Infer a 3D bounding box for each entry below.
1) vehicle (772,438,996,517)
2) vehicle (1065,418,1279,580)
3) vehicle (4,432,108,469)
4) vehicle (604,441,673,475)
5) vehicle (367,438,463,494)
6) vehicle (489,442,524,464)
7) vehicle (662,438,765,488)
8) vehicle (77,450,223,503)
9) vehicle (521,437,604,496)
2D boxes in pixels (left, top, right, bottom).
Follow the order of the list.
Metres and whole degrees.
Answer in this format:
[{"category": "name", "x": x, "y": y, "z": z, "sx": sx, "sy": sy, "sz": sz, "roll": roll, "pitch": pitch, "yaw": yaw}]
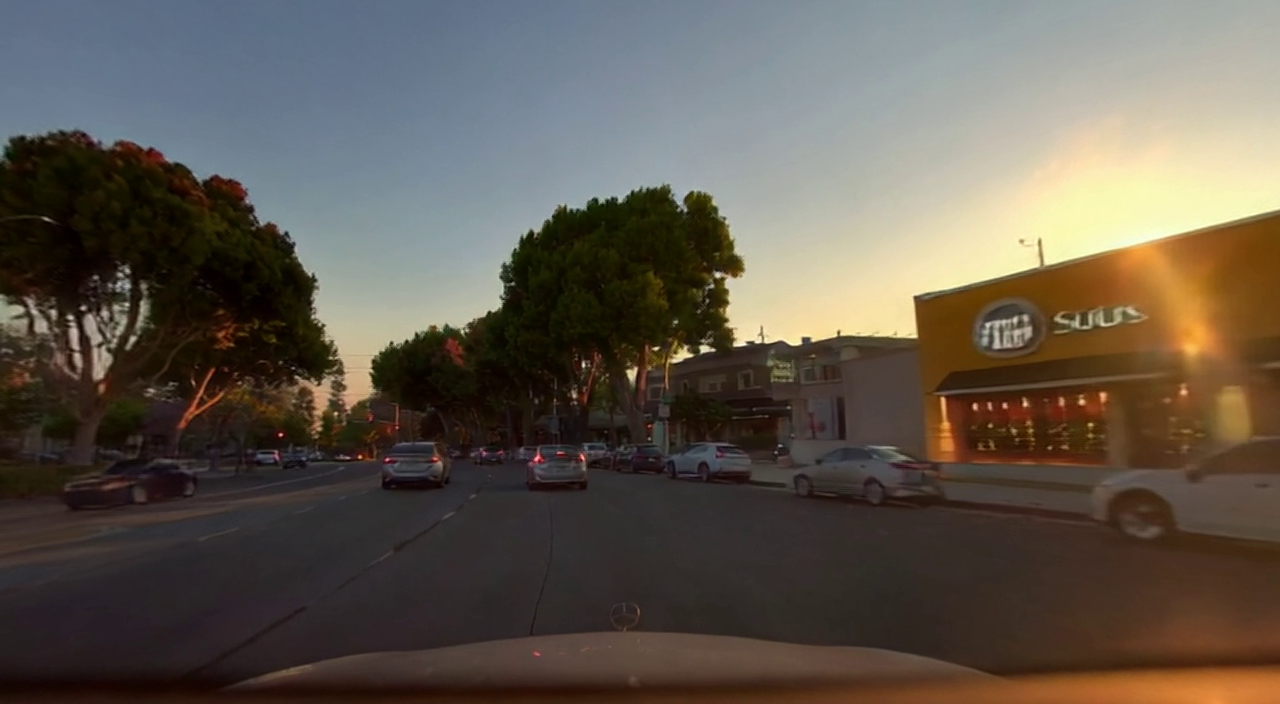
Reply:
[{"category": "vehicle", "x": 5.185, "y": 2.714, "z": 14.311, "sx": 2.038, "sy": 1.446, "sz": 4.896, "roll": 2, "pitch": -9, "yaw": -18}, {"category": "vehicle", "x": 7.100, "y": 1.475, "z": 6.493, "sx": 1.952, "sy": 1.547, "sz": 4.091, "roll": 2, "pitch": -9, "yaw": -16}, {"category": "vehicle", "x": -38.528, "y": 6.530, "z": 41.818, "sx": 2.430, "sy": 2.266, "sz": 6.029, "roll": 4, "pitch": -9, "yaw": -16}, {"category": "vehicle", "x": -0.164, "y": 5.024, "z": 30.210, "sx": 1.867, "sy": 1.489, "sz": 4.694, "roll": 3, "pitch": -9, "yaw": -19}, {"category": "vehicle", "x": -6.804, "y": 3.445, "z": 19.557, "sx": 2.105, "sy": 1.477, "sz": 4.857, "roll": 1, "pitch": -9, "yaw": -12}, {"category": "vehicle", "x": -9.428, "y": 7.082, "z": 44.235, "sx": 1.920, "sy": 1.416, "sz": 4.310, "roll": 2, "pitch": -9, "yaw": -18}, {"category": "vehicle", "x": 2.435, "y": 3.827, "z": 22.068, "sx": 1.905, "sy": 1.537, "sz": 4.276, "roll": 3, "pitch": -9, "yaw": -19}, {"category": "vehicle", "x": -15.590, "y": 3.934, "z": 20.376, "sx": 2.000, "sy": 1.477, "sz": 4.346, "roll": 2, "pitch": -9, "yaw": -13}, {"category": "vehicle", "x": -2.392, "y": 3.253, "z": 18.361, "sx": 2.001, "sy": 1.483, "sz": 4.442, "roll": 1, "pitch": -9, "yaw": -12}]
